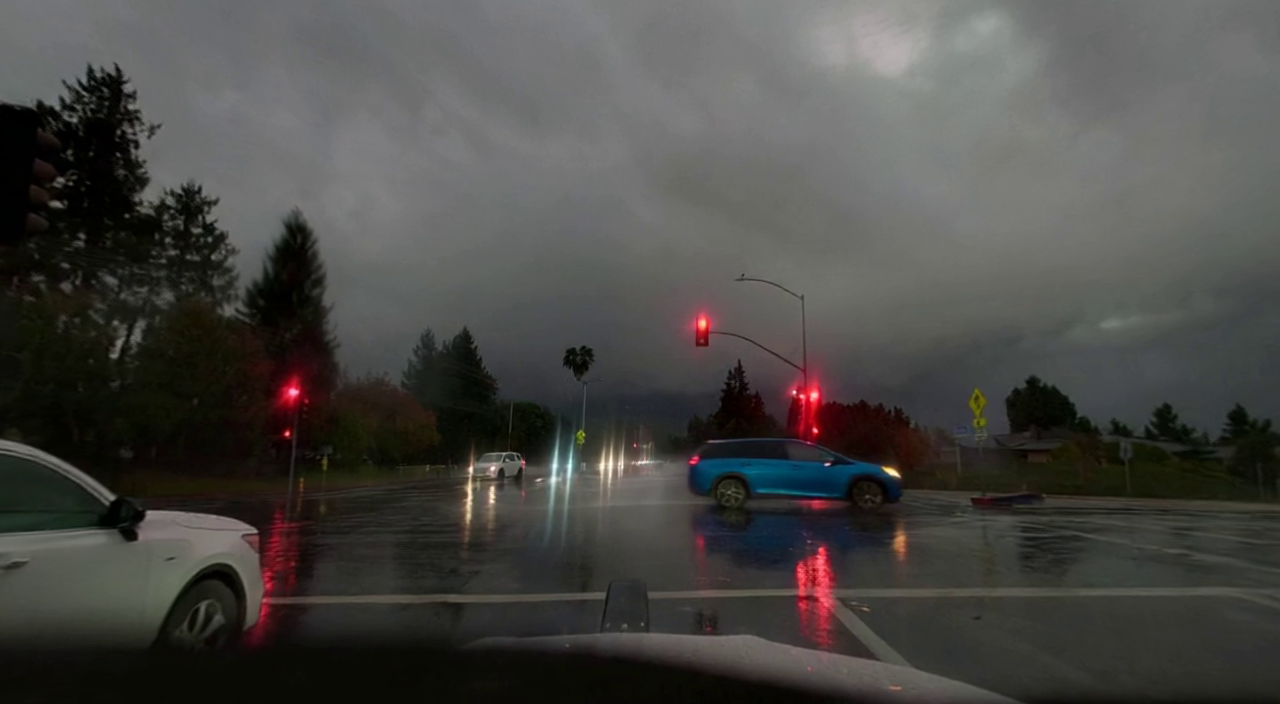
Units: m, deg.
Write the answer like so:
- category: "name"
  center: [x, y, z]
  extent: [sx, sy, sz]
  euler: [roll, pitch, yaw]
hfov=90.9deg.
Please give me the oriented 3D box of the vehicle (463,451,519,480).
- category: "vehicle"
  center: [-8.064, 6.170, 34.448]
  extent: [1.960, 1.433, 4.213]
  euler: [0, -8, 1]

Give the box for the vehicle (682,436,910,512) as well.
- category: "vehicle"
  center: [3.163, 2.584, 13.540]
  extent: [4.404, 1.486, 1.841]
  euler: [0, -8, 0]

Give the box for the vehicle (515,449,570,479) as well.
- category: "vehicle"
  center: [-5.252, 6.083, 34.510]
  extent: [2.107, 1.456, 4.728]
  euler: [0, -8, 2]

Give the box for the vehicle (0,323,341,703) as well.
- category: "vehicle"
  center: [-3.446, 0.814, 2.474]
  extent: [2.242, 1.761, 4.505]
  euler: [0, -8, 1]
